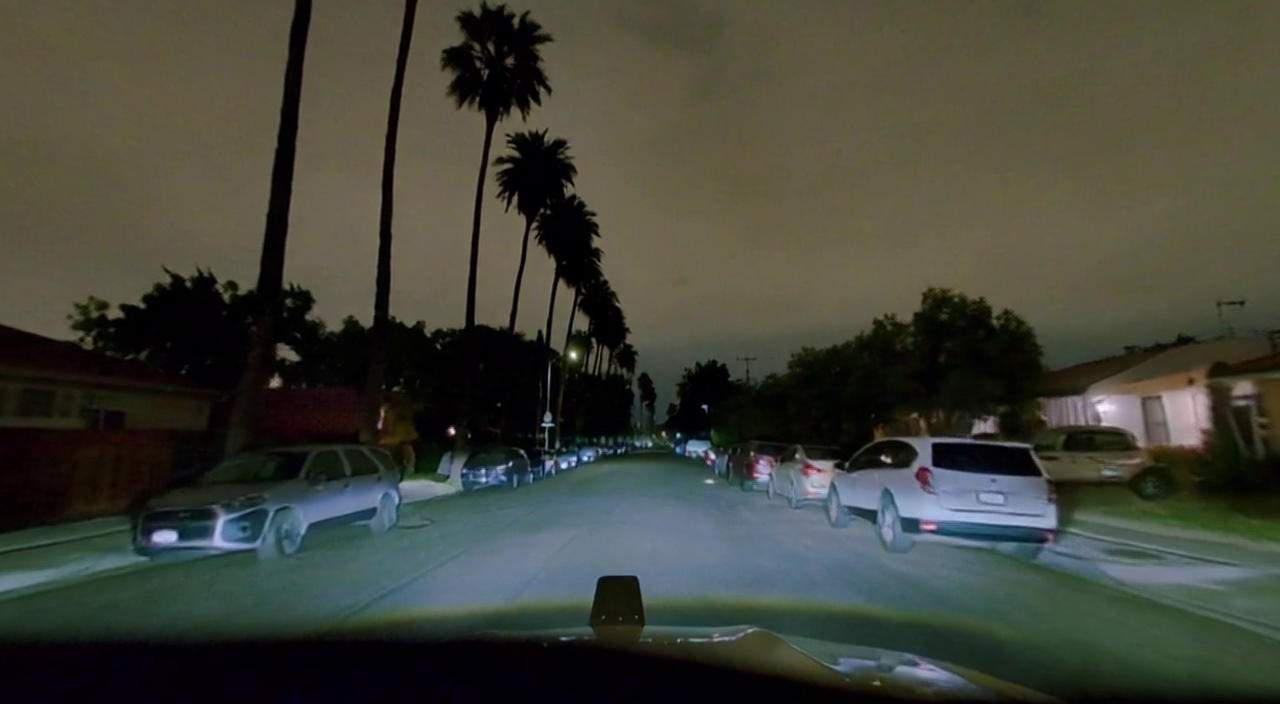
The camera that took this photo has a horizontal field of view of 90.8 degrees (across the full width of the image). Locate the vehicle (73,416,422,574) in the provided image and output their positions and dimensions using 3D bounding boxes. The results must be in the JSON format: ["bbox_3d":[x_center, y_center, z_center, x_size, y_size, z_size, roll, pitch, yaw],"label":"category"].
[{"bbox_3d":[-5.506,2.129,10.035,2.020,1.819,5.168,-1,-10,2],"label":"vehicle"}]

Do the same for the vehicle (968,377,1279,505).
[{"bbox_3d":[10.856,2.040,14.436,5.235,1.985,2.187,-8,-9,4],"label":"vehicle"}]

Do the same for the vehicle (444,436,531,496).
[{"bbox_3d":[-5.221,4.006,22.267,1.947,1.803,4.381,-2,-10,0],"label":"vehicle"}]

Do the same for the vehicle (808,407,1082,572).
[{"bbox_3d":[4.203,2.022,9.823,1.964,1.889,4.708,1,-10,1],"label":"vehicle"}]
